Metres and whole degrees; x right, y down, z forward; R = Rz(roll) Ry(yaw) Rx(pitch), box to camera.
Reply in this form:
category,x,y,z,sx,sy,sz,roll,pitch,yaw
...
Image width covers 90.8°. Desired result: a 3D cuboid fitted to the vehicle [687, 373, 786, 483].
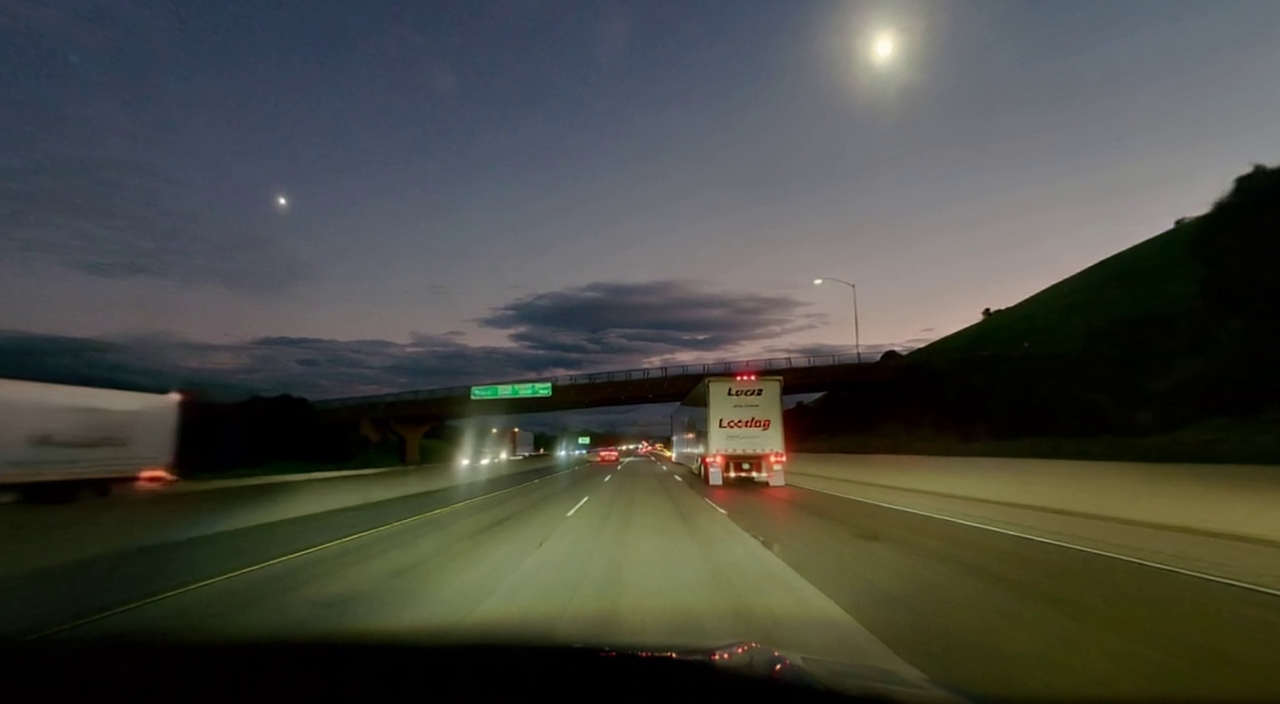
category,x,y,z,sx,sy,sz,roll,pitch,yaw
vehicle,3.816,3.425,27.279,2.885,3.992,8.526,0,-9,0

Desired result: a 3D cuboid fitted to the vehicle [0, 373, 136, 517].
category,x,y,z,sx,sy,sz,roll,pitch,yaw
vehicle,-19.608,2.276,15.514,3.071,4.011,13.632,0,-9,0
